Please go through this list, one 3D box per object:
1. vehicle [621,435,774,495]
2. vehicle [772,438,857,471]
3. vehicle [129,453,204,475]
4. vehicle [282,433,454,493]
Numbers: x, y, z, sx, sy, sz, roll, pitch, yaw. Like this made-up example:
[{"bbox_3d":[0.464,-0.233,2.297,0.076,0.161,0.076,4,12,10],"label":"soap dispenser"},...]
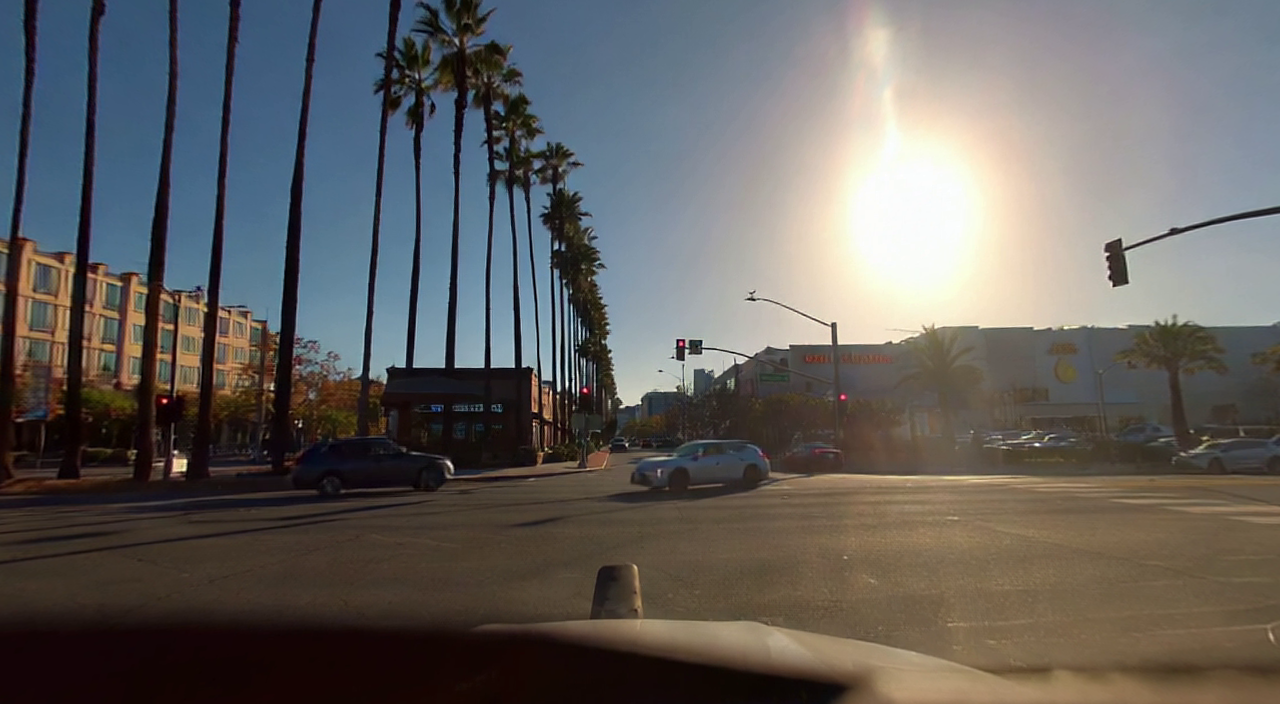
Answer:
[{"bbox_3d":[1.661,3.172,17.993,4.035,1.512,1.828,5,-10,-31],"label":"vehicle"},{"bbox_3d":[8.936,5.262,32.539,1.890,1.572,3.826,6,-10,-36],"label":"vehicle"},{"bbox_3d":[-37.196,8.803,49.600,2.160,1.565,4.868,0,-8,-1],"label":"vehicle"},{"bbox_3d":[-8.399,3.378,19.541,4.603,1.653,1.999,5,-10,-30],"label":"vehicle"}]
